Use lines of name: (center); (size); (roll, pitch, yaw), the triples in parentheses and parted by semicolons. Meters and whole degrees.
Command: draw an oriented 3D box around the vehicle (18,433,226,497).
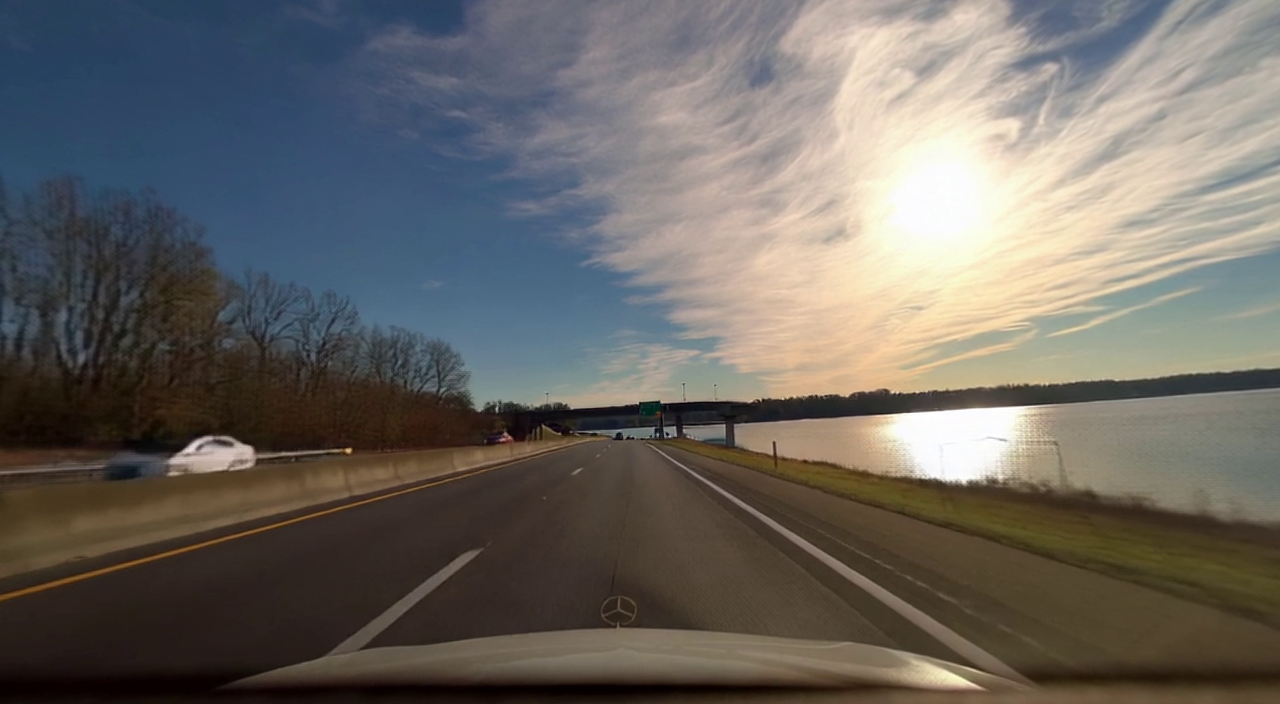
vehicle: (-13.925, 3.029, 17.364); (1.892, 1.508, 4.530); (0, -8, 0)
